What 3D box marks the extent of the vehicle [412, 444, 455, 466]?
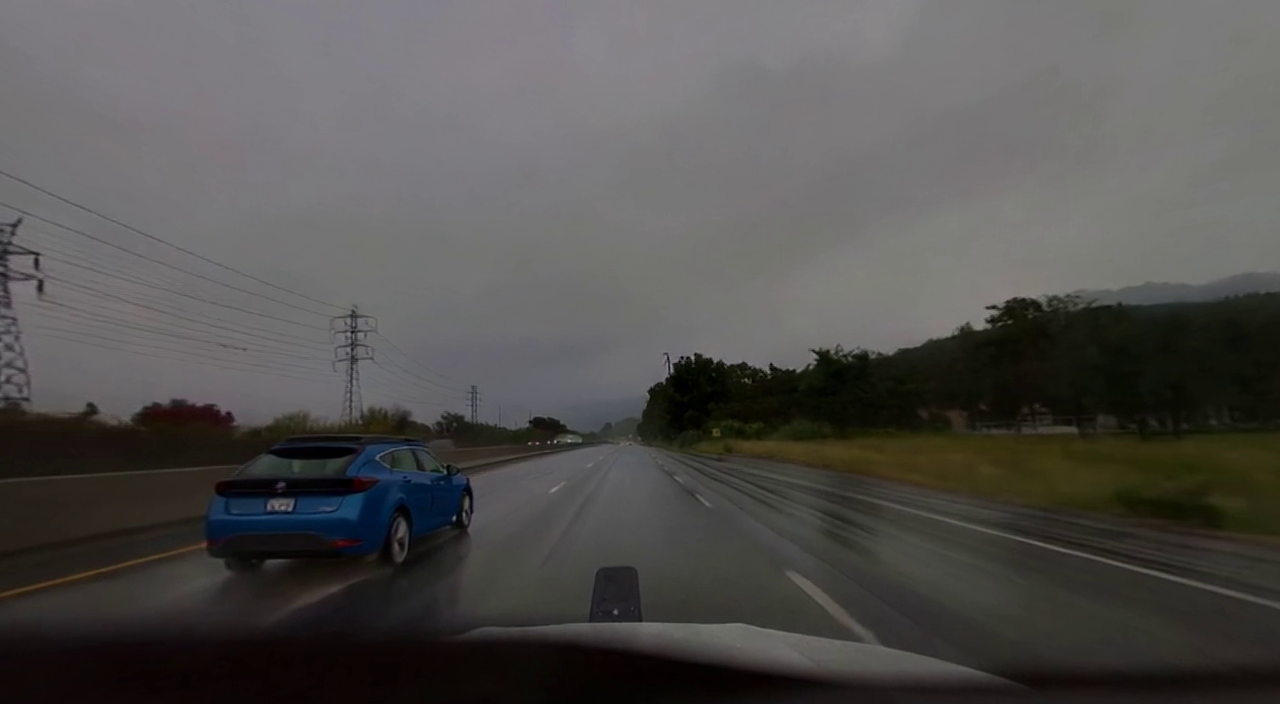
[{"bbox_3d":[-15.556,7.765,47.657,1.840,1.553,4.155,0,-8,-1],"label":"vehicle"}]
